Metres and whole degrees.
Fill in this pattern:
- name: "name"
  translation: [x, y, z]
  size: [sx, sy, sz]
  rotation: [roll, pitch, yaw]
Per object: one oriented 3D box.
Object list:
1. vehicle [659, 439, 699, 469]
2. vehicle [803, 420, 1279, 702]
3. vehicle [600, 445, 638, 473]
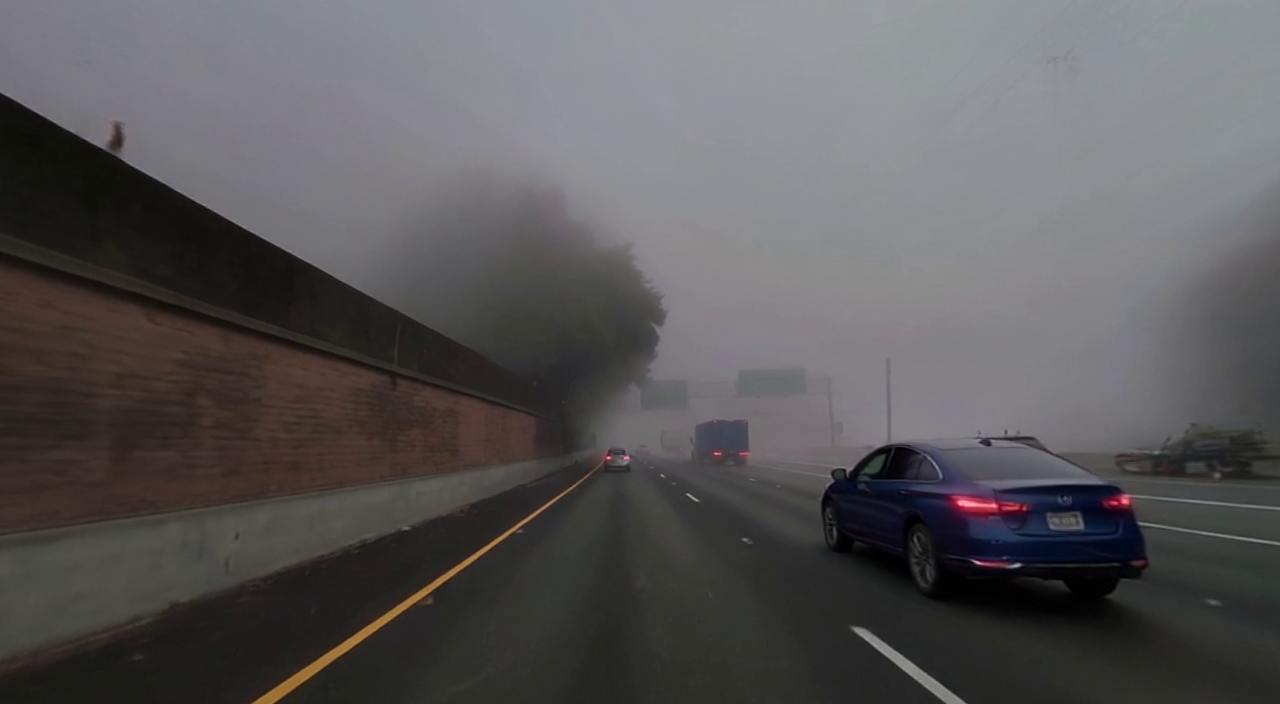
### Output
- name: "vehicle"
  translation: [2.504, 6.722, 41.700]
  size: [2.114, 1.849, 4.692]
  rotation: [0, -9, -3]
- name: "vehicle"
  translation: [3.004, 1.422, 5.517]
  size: [1.922, 1.465, 4.165]
  rotation: [0, -9, -2]
- name: "vehicle"
  translation: [-1.264, 6.227, 36.949]
  size: [2.083, 1.477, 3.965]
  rotation: [0, -9, -3]
